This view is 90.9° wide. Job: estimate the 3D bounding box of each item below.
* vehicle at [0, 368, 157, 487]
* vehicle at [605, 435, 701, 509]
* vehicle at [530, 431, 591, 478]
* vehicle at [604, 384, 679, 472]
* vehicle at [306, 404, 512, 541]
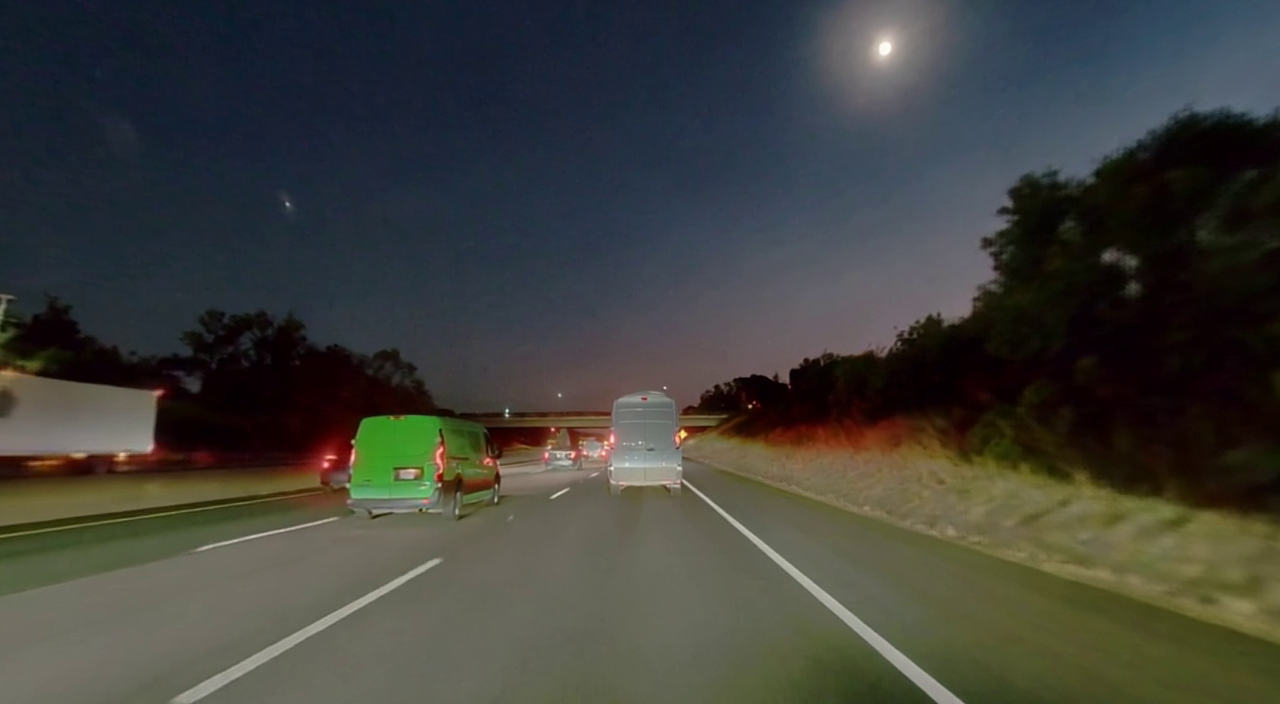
[{"bbox_3d":[-23.715,2.602,21.674,2.813,4.101,14.020,0,-9,1],"label":"vehicle"},{"bbox_3d":[0.253,2.760,14.798,1.991,1.507,3.391,0,-9,0],"label":"vehicle"},{"bbox_3d":[-3.414,4.515,27.868,2.068,1.862,4.234,0,-9,1],"label":"vehicle"},{"bbox_3d":[0.385,4.754,36.908,3.289,3.822,18.653,0,-9,2],"label":"vehicle"},{"bbox_3d":[-3.615,1.972,10.775,1.951,1.882,3.979,0,-9,0],"label":"vehicle"}]
